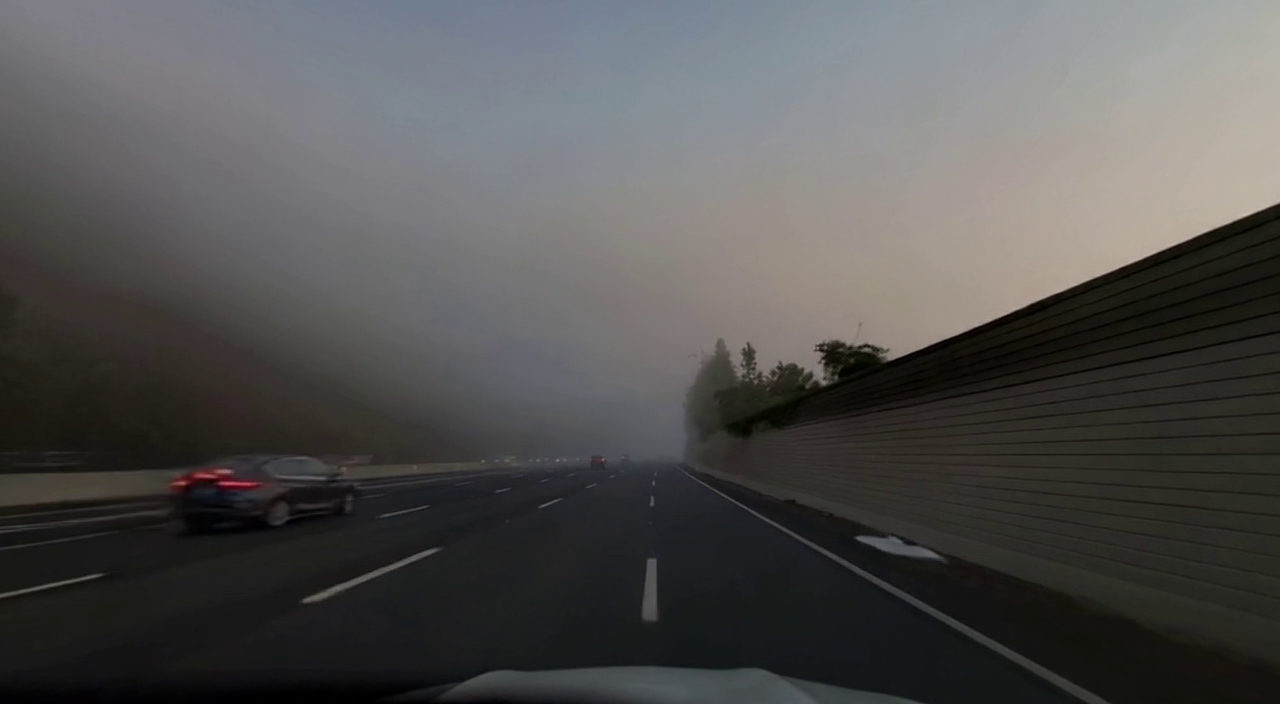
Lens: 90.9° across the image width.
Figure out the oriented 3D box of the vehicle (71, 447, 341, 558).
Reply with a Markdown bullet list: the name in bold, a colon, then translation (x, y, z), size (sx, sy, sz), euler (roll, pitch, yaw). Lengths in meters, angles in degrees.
- **vehicle**: translation (-6.876, 2.369, 10.593), size (1.742, 1.494, 3.795), euler (-1, -9, 1)
